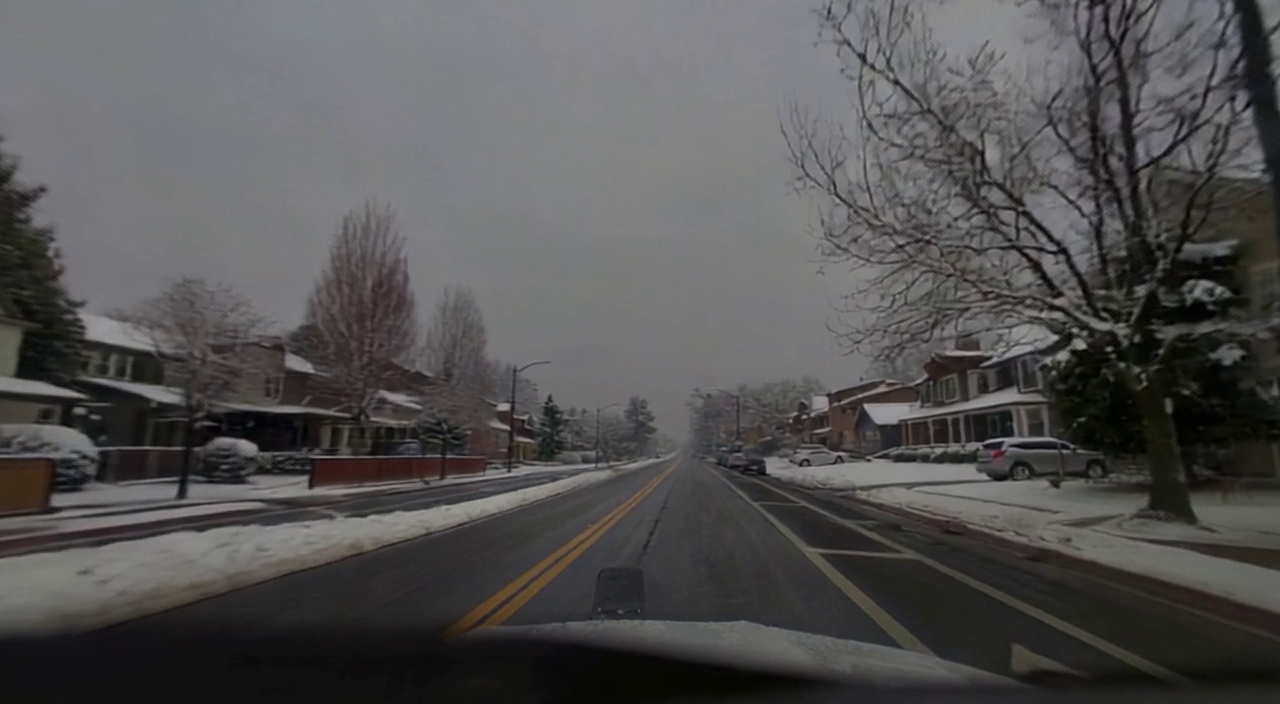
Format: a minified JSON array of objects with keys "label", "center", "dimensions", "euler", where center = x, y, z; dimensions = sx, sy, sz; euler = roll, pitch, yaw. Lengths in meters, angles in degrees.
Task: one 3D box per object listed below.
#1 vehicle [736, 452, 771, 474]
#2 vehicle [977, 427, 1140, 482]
[{"label":"vehicle","center":[8.391,8.265,47.076],"dimensions":[1.971,1.558,4.895],"euler":[0,-10,4]},{"label":"vehicle","center":[15.805,3.873,24.071],"dimensions":[4.682,1.956,2.001],"euler":[-1,-7,3]}]
